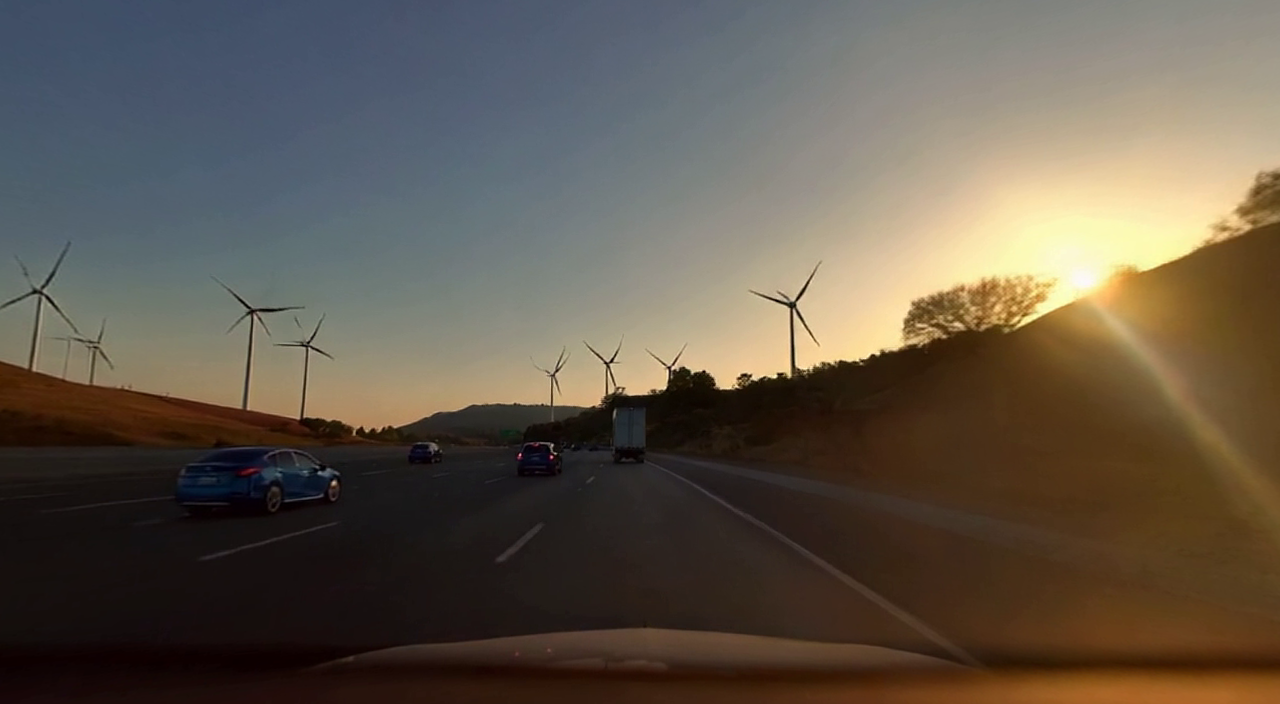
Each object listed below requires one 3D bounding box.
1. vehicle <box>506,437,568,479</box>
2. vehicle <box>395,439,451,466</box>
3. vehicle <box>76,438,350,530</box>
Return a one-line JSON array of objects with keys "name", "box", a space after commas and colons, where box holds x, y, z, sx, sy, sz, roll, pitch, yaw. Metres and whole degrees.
[{"name": "vehicle", "box": [-4.395, 4.584, 27.415, 2.109, 1.684, 3.783, 0, -8, -1]}, {"name": "vehicle", "box": [-15.878, 7.372, 46.274, 2.285, 1.835, 5.672, 0, -8, -3]}, {"name": "vehicle", "box": [-8.067, 2.501, 12.619, 2.271, 1.488, 4.597, 0, -8, 0]}]
